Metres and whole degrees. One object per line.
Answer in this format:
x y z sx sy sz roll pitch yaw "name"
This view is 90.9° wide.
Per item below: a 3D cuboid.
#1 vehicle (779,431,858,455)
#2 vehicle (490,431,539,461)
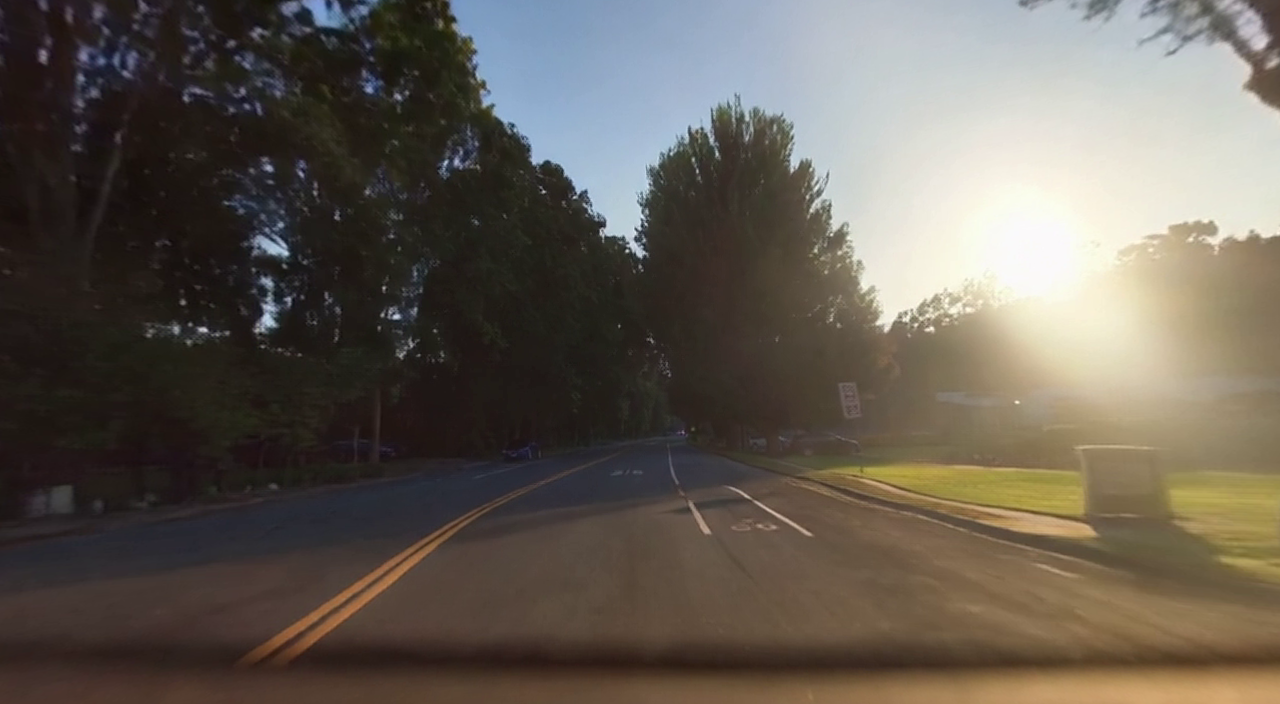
11.345 5.814 40.290 4.460 1.456 1.804 -1 -8 3 "vehicle"
-8.176 6.149 41.449 2.142 1.723 4.275 -3 -7 2 "vehicle"
